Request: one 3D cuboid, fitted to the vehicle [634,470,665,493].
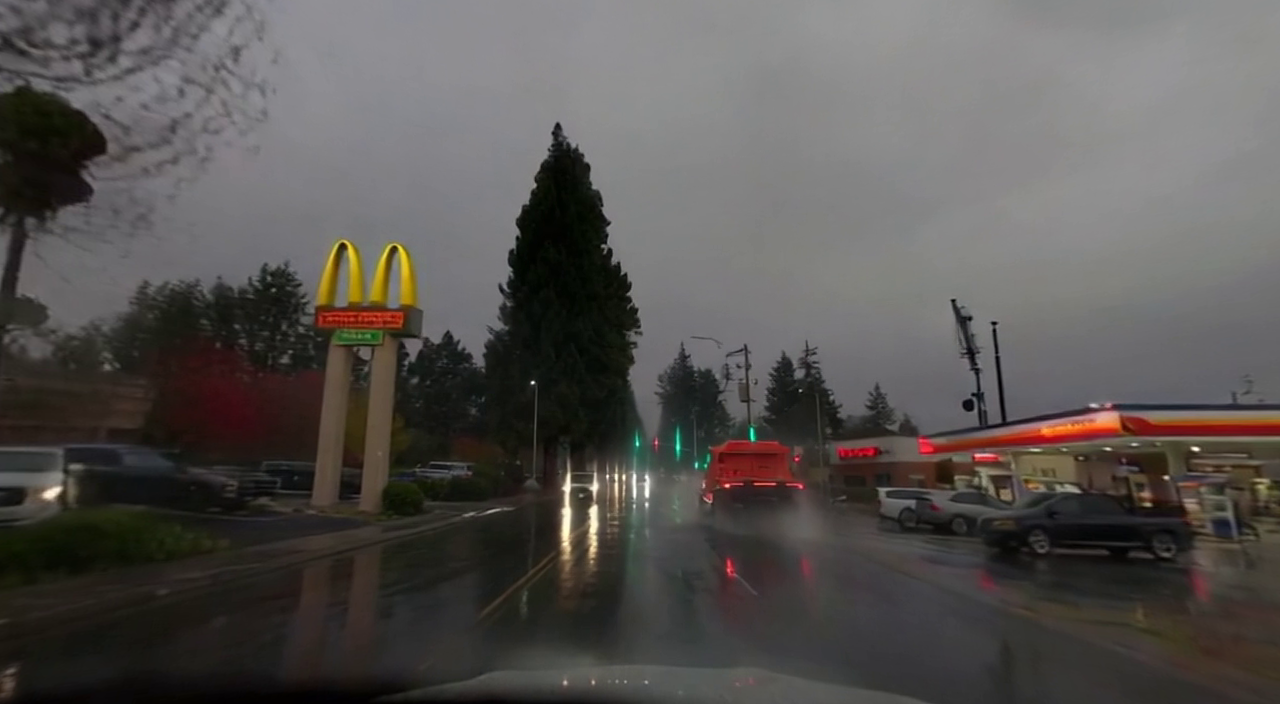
[{"bbox_3d":[0.672,8.629,42.186,1.993,1.454,3.810,0,-11,1],"label":"vehicle"}]

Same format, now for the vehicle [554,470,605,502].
[{"bbox_3d":[-2.948,6.665,31.615,1.999,1.467,4.256,0,-11,1],"label":"vehicle"}]

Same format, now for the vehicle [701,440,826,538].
[{"bbox_3d":[2.914,3.446,16.250,2.153,2.074,5.188,1,-11,0],"label":"vehicle"}]

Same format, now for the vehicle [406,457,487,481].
[{"bbox_3d":[-12.878,7.804,42.069,4.677,1.478,1.904,0,-11,5],"label":"vehicle"}]

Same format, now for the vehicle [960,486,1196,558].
[{"bbox_3d":[10.078,3.940,14.777,4.123,1.446,1.807,1,-11,0],"label":"vehicle"}]
